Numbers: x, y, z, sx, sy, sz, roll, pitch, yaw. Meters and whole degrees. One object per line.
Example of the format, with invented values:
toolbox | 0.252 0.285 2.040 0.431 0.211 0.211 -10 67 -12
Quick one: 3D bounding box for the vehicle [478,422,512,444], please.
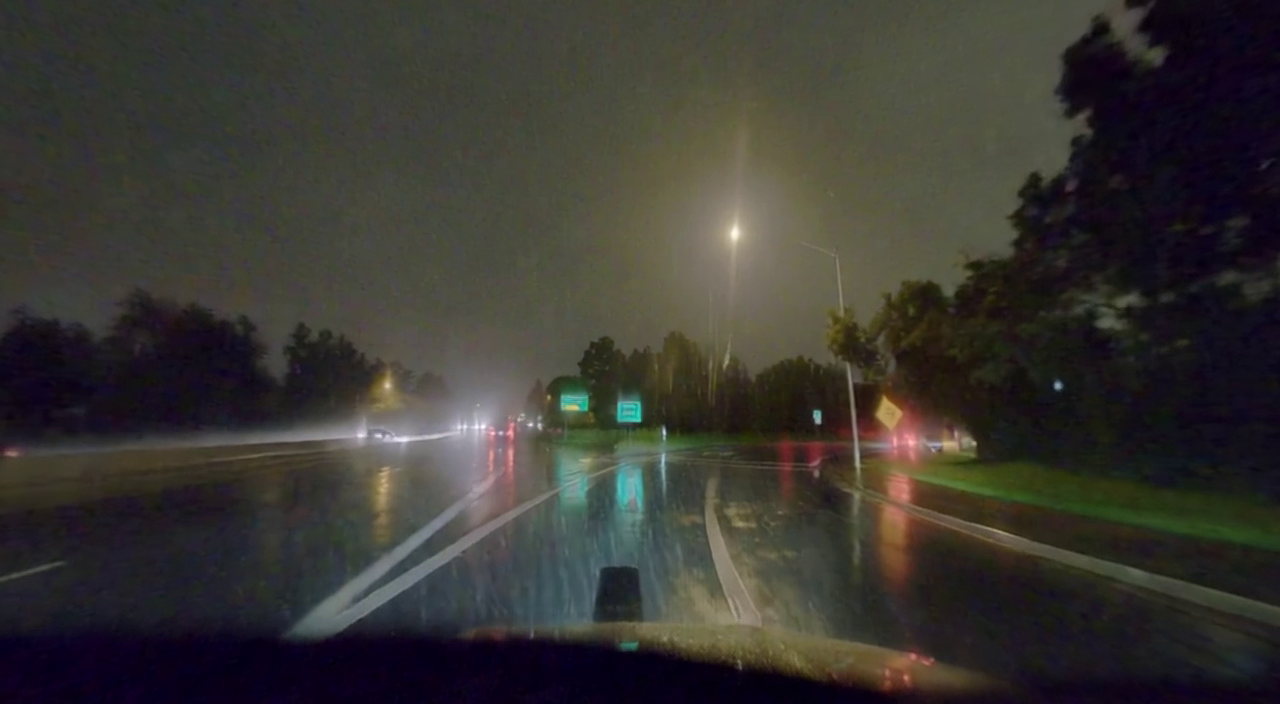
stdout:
vehicle | -10.457 5.927 45.867 2.108 1.472 4.099 2 -8 -9
